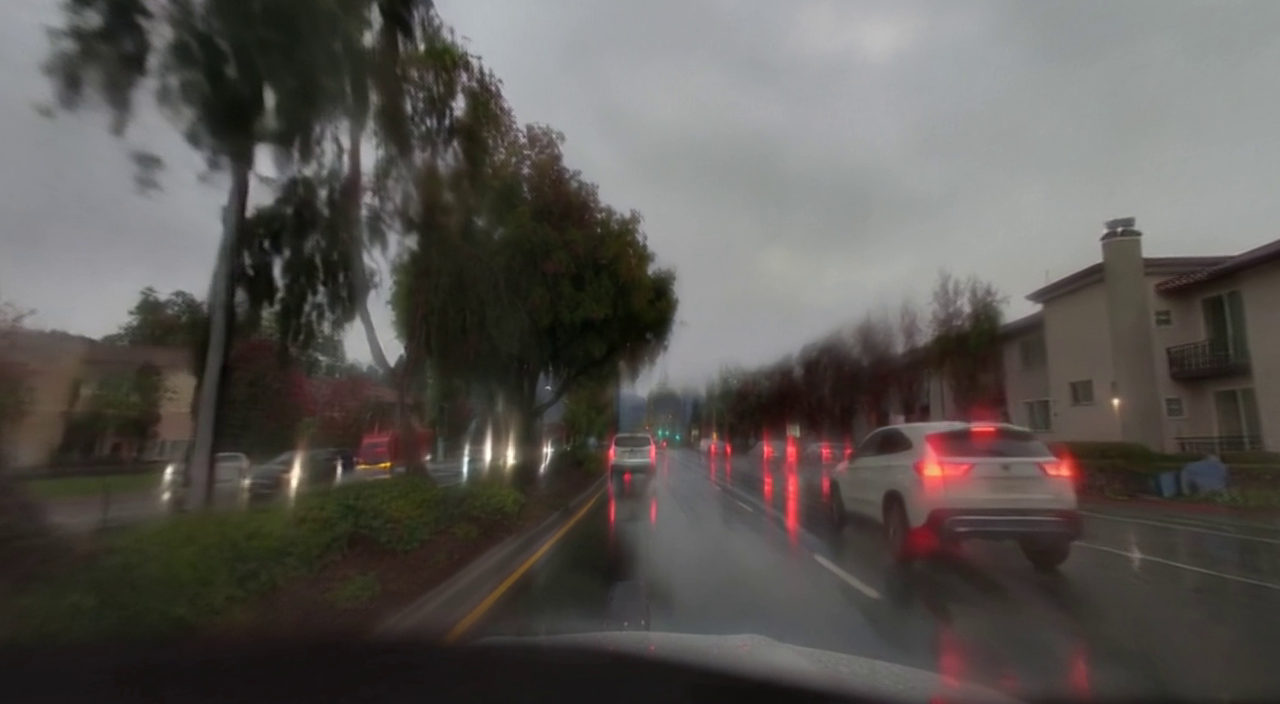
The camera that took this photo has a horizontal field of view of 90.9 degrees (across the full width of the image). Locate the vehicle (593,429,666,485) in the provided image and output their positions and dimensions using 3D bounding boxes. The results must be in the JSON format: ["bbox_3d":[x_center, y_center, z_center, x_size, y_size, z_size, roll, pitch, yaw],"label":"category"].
[{"bbox_3d":[-0.334,3.700,22.481,2.332,1.798,4.546,0,-8,0],"label":"vehicle"}]

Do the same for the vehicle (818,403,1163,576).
[{"bbox_3d":[4.088,1.687,8.516,2.100,1.689,4.501,0,-8,1],"label":"vehicle"}]

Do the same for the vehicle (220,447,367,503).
[{"bbox_3d":[-10.317,3.656,19.231,1.907,1.471,4.410,0,-8,1],"label":"vehicle"}]

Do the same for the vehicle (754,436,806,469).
[{"bbox_3d":[7.823,5.656,35.626,1.971,1.722,4.341,0,-8,0],"label":"vehicle"}]

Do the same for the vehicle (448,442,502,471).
[{"bbox_3d":[-10.426,6.632,40.243,2.142,1.742,4.523,0,-8,1],"label":"vehicle"}]

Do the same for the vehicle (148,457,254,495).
[{"bbox_3d":[-20.613,5.806,29.850,1.821,1.568,4.296,0,-8,2],"label":"vehicle"}]
